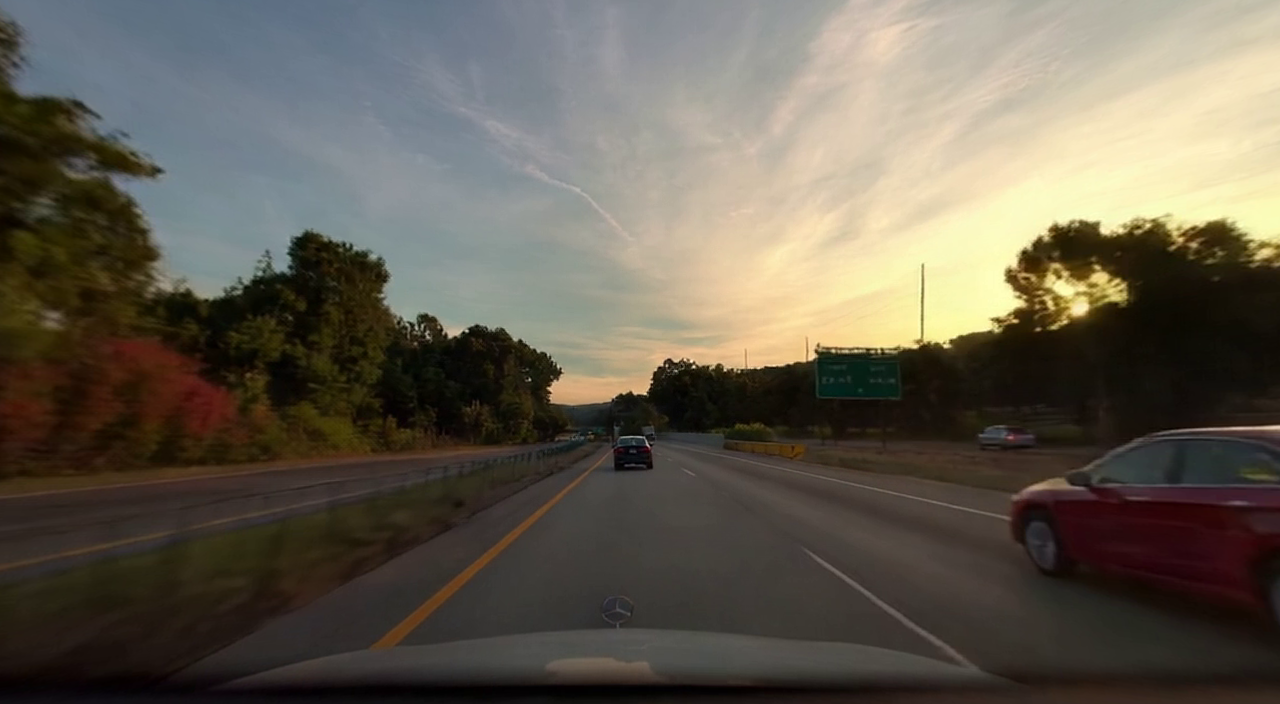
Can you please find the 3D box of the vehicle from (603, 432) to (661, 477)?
[{"bbox_3d":[-0.283,3.634,22.690,1.897,1.479,3.724,0,-8,-1],"label":"vehicle"}]

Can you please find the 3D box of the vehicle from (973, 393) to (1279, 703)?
[{"bbox_3d":[4.109,1.029,3.561,2.010,1.508,4.285,0,-8,-1],"label":"vehicle"}]
